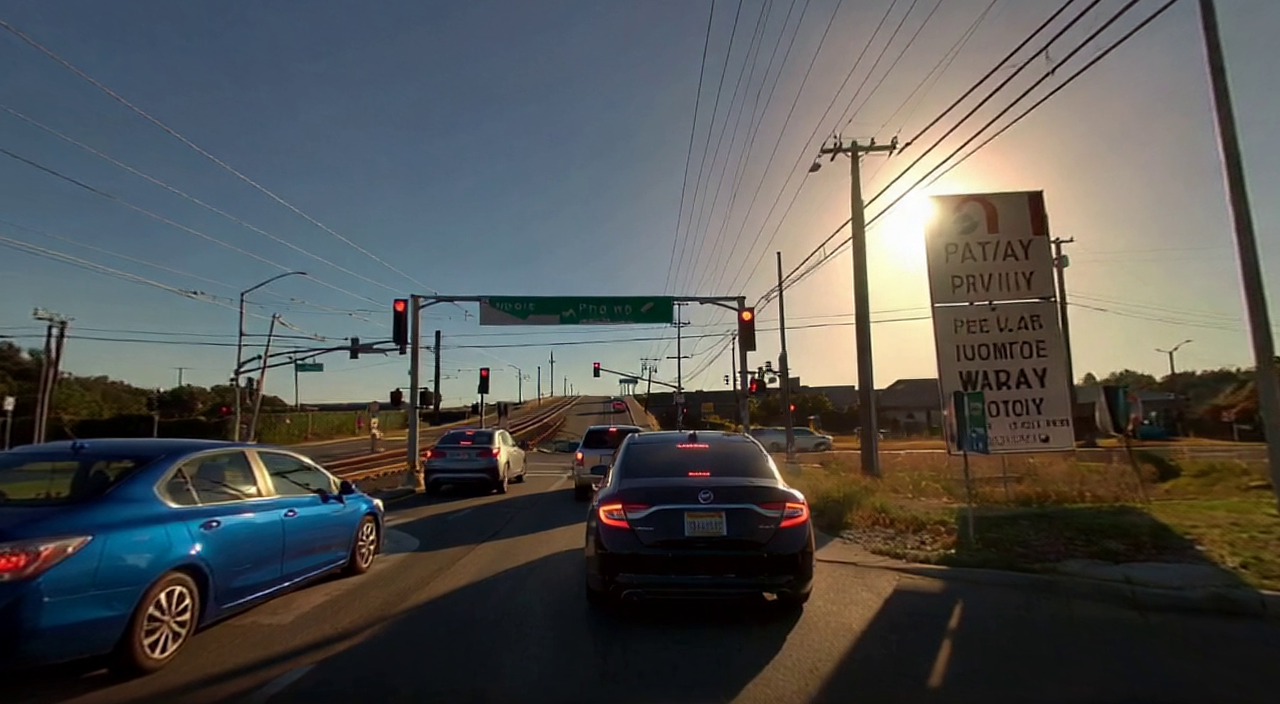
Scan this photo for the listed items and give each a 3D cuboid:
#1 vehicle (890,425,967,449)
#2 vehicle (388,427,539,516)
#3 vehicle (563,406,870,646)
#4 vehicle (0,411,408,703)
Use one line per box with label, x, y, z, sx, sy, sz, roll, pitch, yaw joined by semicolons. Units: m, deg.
vehicle;21.296;6.315;46.788;4.544;1.762;2.272;0;-9;1
vehicle;-3.335;2.345;12.850;1.984;1.505;4.047;0;-9;-1
vehicle;0.407;1.419;6.141;1.998;1.529;3.960;0;-9;-3
vehicle;-3.706;1.345;5.140;1.956;1.468;4.585;0;-9;-1
